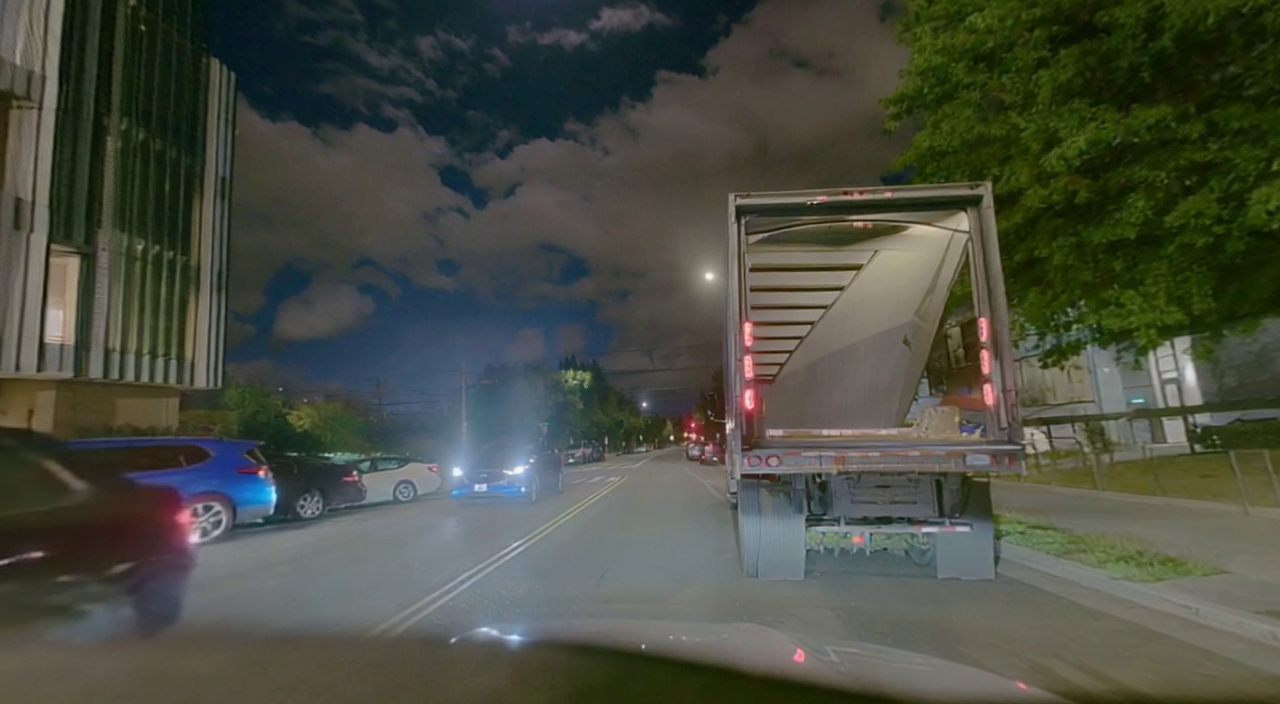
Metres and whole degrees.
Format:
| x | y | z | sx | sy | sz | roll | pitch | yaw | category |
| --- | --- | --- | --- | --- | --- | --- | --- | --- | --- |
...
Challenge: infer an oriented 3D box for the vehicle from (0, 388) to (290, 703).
| x | y | z | sx | sy | sz | roll | pitch | yaw | category |
| --- | --- | --- | --- | --- | --- | --- | --- | --- | --- |
| -3.347 | 0.835 | 1.642 | 2.183 | 1.563 | 4.257 | -1 | -8 | 4 | vehicle |

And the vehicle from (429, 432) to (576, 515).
| x | y | z | sx | sy | sz | roll | pitch | yaw | category |
| --- | --- | --- | --- | --- | --- | --- | --- | --- | --- |
| -3.011 | 2.781 | 15.017 | 2.311 | 1.631 | 4.510 | 0 | -8 | 2 | vehicle |

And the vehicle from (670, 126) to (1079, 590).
| x | y | z | sx | sy | sz | roll | pitch | yaw | category |
| --- | --- | --- | --- | --- | --- | --- | --- | --- | --- |
| 2.509 | 0.799 | 11.278 | 3.320 | 4.034 | 11.553 | -1 | -8 | 6 | vehicle |
